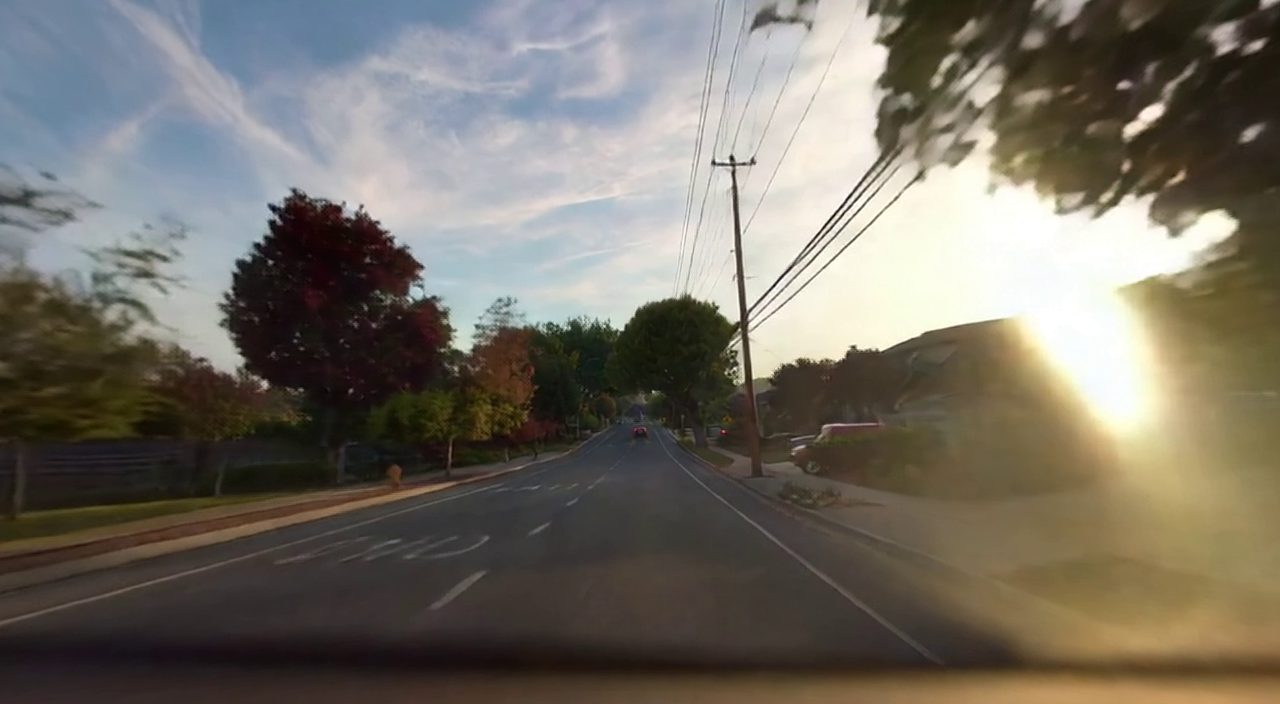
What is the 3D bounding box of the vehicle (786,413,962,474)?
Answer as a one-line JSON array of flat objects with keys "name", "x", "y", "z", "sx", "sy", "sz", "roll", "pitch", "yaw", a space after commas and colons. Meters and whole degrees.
[{"name": "vehicle", "x": 9.332, "y": 3.680, "z": 25.604, "sx": 6.133, "sy": 2.254, "sz": 2.383, "roll": -1, "pitch": -8, "yaw": -1}]
